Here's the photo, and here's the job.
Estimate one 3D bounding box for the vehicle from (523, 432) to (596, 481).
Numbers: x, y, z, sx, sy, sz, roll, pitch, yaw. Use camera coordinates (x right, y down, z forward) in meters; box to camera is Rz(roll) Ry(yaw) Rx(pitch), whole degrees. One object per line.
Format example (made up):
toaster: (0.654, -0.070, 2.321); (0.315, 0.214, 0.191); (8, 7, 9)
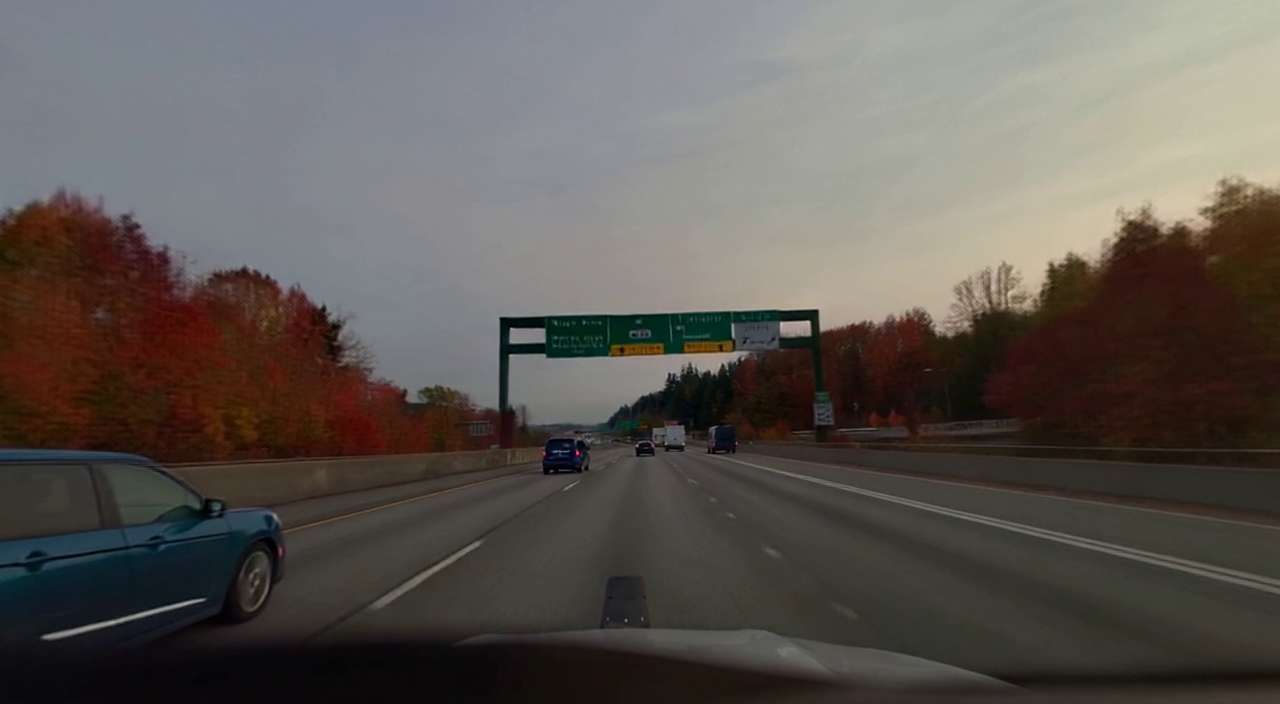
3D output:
vehicle: (-3.009, 4.017, 24.422); (2.177, 1.707, 4.432); (0, -8, 1)
